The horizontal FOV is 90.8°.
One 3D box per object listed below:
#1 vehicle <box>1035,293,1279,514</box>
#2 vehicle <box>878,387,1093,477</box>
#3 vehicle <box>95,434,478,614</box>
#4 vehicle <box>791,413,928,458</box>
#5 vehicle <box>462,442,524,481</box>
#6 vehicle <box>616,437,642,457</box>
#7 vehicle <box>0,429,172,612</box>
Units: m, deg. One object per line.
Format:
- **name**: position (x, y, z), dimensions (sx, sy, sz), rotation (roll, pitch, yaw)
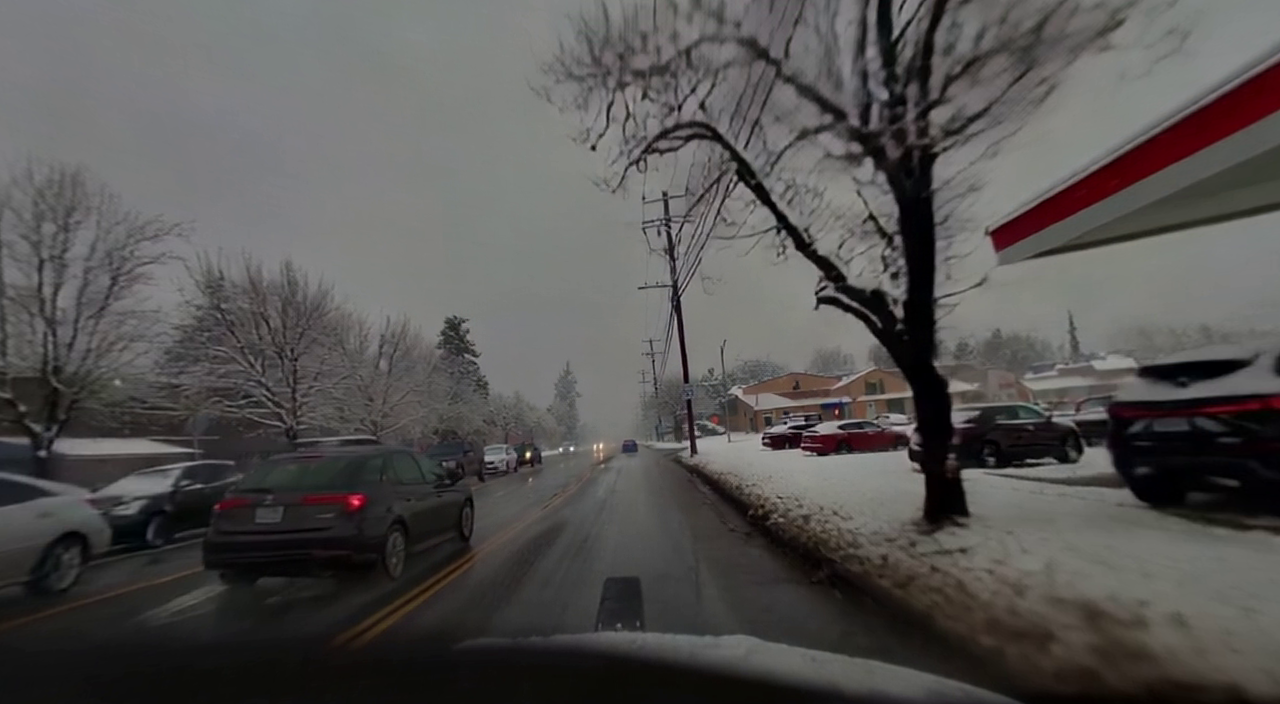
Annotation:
- **vehicle**: position (7.927, 0.769, 8.002), dimensions (5.441, 2.056, 2.552), rotation (4, -10, -30)
- **vehicle**: position (7.478, 1.749, 13.634), dimensions (4.344, 1.674, 1.912), rotation (4, -10, -29)
- **vehicle**: position (-3.500, 1.752, 7.489), dimensions (1.943, 1.455, 4.414), rotation (0, -8, 1)
- **vehicle**: position (8.196, 3.129, 23.537), dimensions (4.713, 1.518, 2.035), rotation (4, -9, -27)
- **vehicle**: position (-6.637, 4.963, 28.991), dimensions (1.863, 1.506, 4.597), rotation (-3, -9, -2)
- **vehicle**: position (-0.793, 7.245, 48.274), dimensions (1.909, 1.482, 4.390), rotation (0, -8, 0)
- **vehicle**: position (-6.997, 1.620, 5.542), dimensions (2.017, 1.681, 5.186), rotation (-6, -9, -2)
